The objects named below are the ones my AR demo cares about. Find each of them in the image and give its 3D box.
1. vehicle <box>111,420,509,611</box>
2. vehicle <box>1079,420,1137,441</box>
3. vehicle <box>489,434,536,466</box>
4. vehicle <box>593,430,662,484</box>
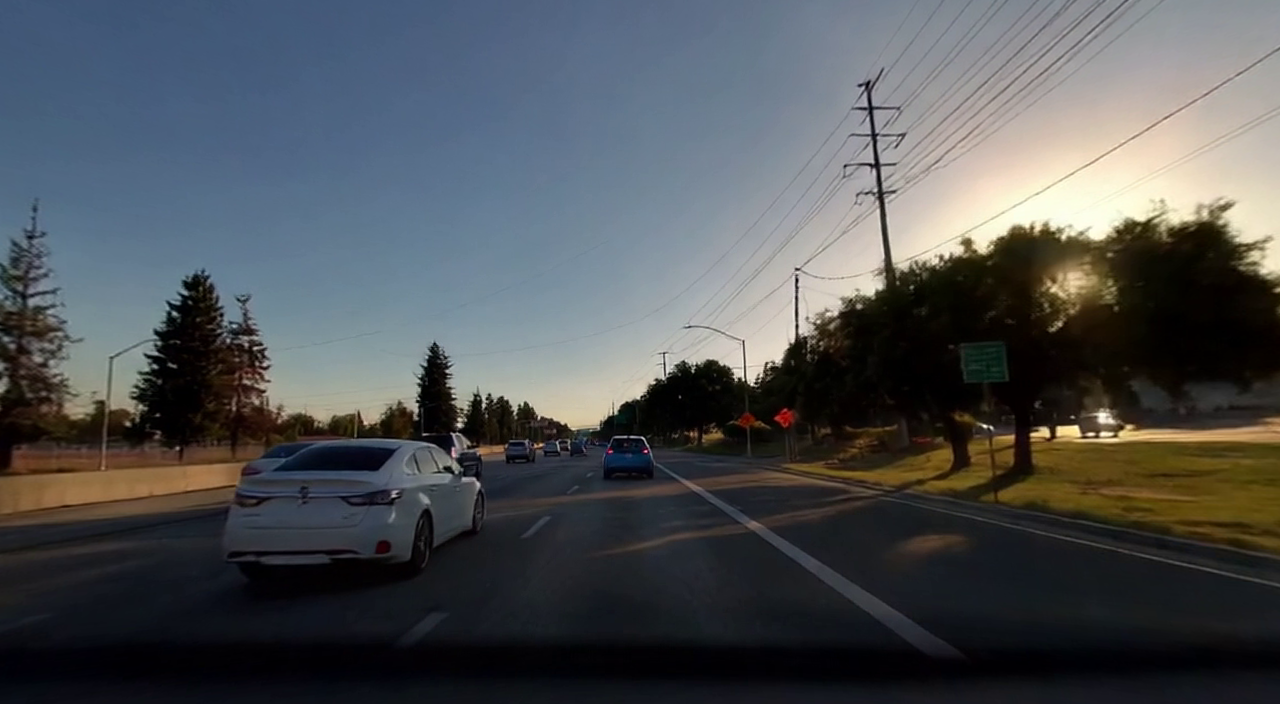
[{"bbox_3d":[-3.135,1.647,7.448,2.174,1.510,4.636,0,-8,0],"label":"vehicle"},{"bbox_3d":[34.065,5.778,46.108,1.795,1.467,3.675,-2,-8,9],"label":"vehicle"},{"bbox_3d":[-7.447,5.772,37.337,1.914,1.756,4.179,0,-8,0],"label":"vehicle"},{"bbox_3d":[-0.440,3.582,21.805,2.140,1.653,4.108,0,-8,-1],"label":"vehicle"}]
